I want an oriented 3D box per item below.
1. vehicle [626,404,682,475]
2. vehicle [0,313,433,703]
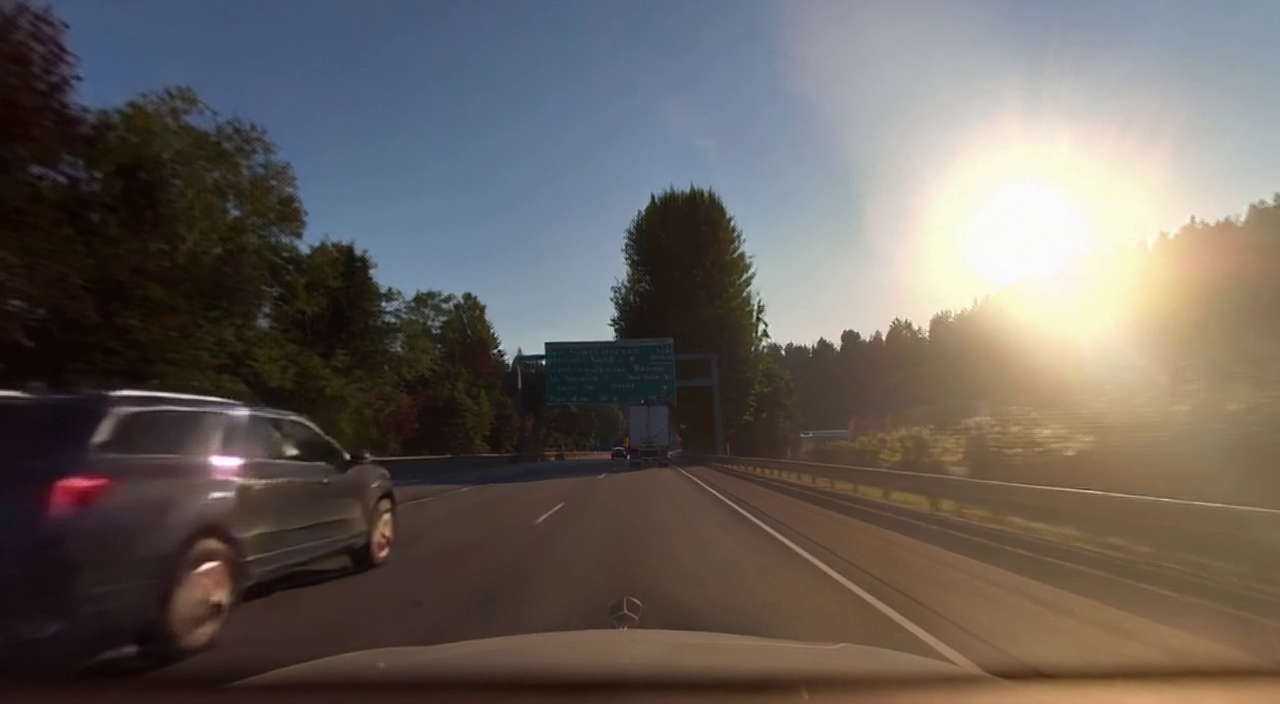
[{"bbox_3d":[0.721,5.657,39.929,2.976,3.800,12.335,0,-9,0],"label":"vehicle"},{"bbox_3d":[-3.724,1.191,5.242,2.226,1.933,5.179,0,-9,0],"label":"vehicle"}]
